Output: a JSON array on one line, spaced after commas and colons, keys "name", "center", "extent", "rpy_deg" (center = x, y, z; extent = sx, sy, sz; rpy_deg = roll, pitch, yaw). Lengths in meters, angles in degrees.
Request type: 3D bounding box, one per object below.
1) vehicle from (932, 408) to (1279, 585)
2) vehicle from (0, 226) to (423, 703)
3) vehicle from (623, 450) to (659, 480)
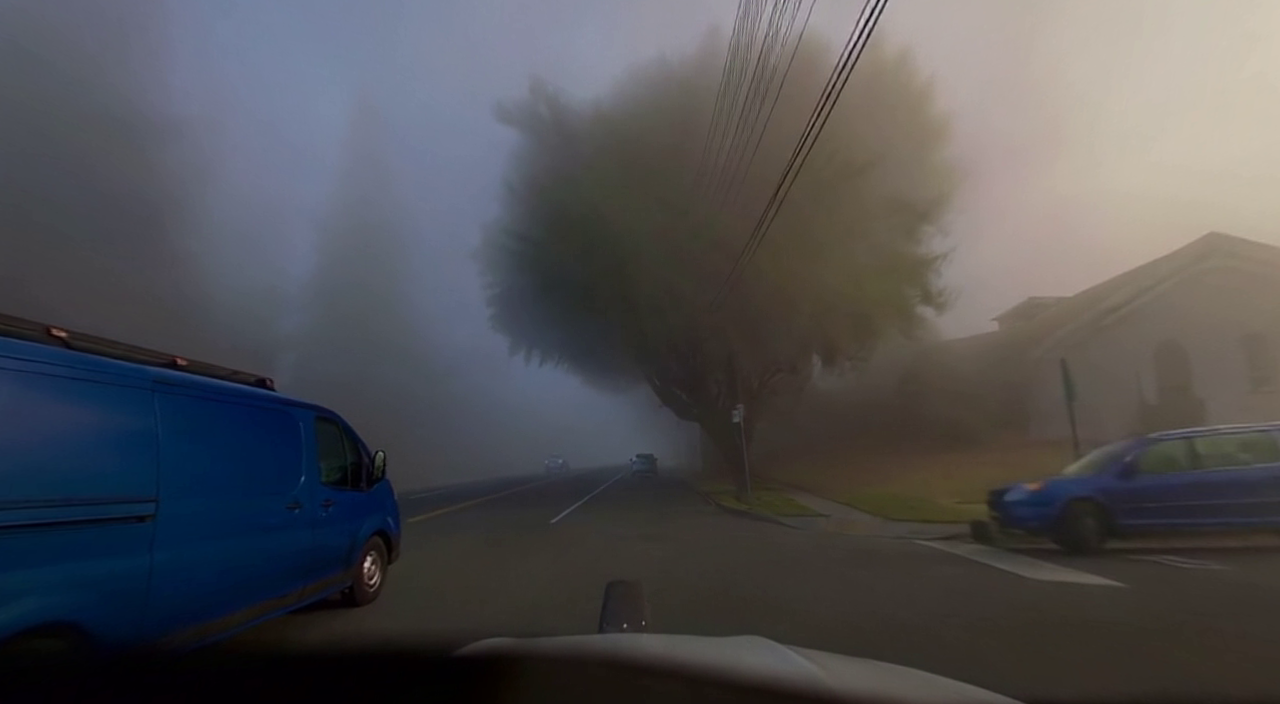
[{"name": "vehicle", "center": [6.526, 1.610, 7.540], "extent": [5.012, 1.711, 2.457], "rpy_deg": [-5, -8, 15]}, {"name": "vehicle", "center": [-3.431, 0.848, 3.534], "extent": [2.336, 2.152, 5.866], "rpy_deg": [0, -9, 0]}, {"name": "vehicle", "center": [0.075, 7.103, 39.831], "extent": [2.120, 1.718, 3.909], "rpy_deg": [0, -9, 1]}]
